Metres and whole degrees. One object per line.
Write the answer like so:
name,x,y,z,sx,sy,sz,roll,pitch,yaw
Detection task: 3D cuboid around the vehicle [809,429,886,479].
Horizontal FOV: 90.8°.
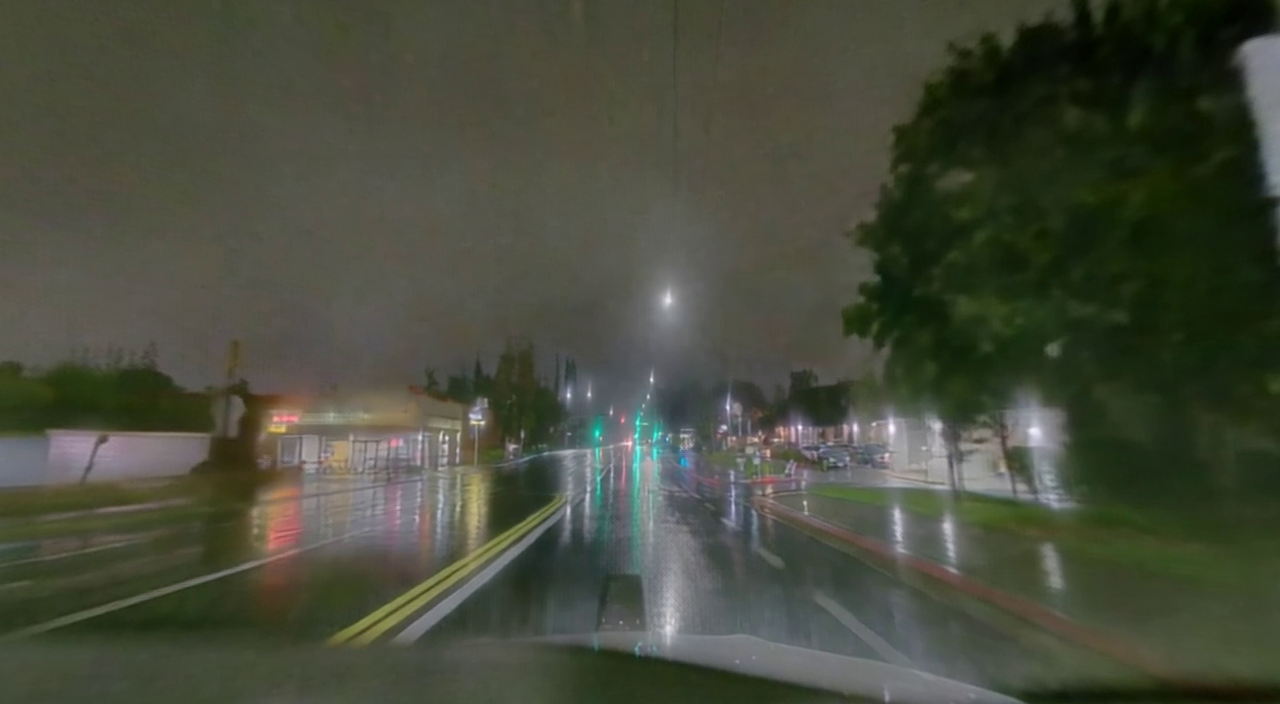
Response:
vehicle,11.128,5.615,34.252,2.001,1.744,4.449,-4,-18,-9
